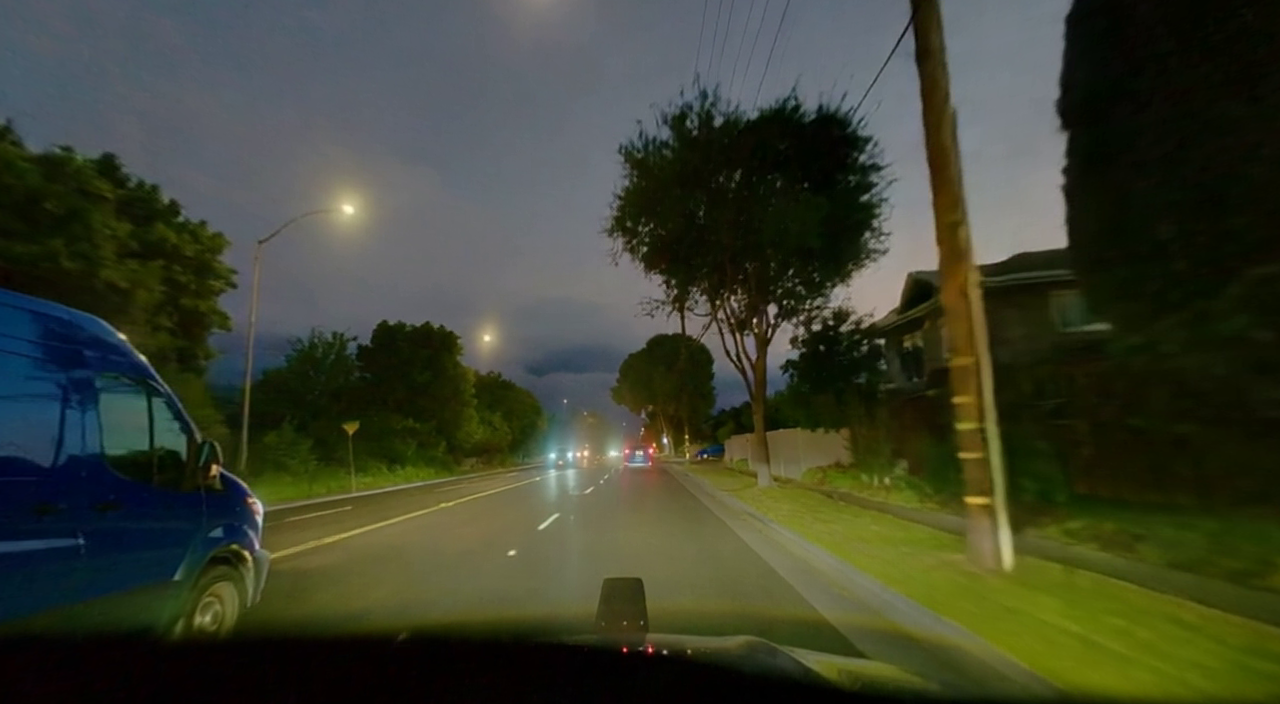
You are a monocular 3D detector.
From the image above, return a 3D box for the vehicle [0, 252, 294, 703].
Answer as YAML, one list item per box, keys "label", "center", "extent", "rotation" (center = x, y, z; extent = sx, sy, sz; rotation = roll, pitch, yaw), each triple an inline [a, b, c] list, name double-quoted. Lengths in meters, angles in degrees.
- label: "vehicle"
  center: [-3.659, 0.547, 1.450]
  extent: [2.336, 2.152, 5.866]
  rotation: [0, -9, 0]

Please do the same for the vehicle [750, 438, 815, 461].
- label: "vehicle"
  center: [10.434, 7.152, 46.267]
  extent: [4.295, 1.505, 1.918]
  rotation: [-1, -8, 2]

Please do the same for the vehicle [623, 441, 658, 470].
- label: "vehicle"
  center: [0.058, 6.450, 39.469]
  extent: [2.120, 1.718, 3.909]
  rotation: [0, -9, 1]
